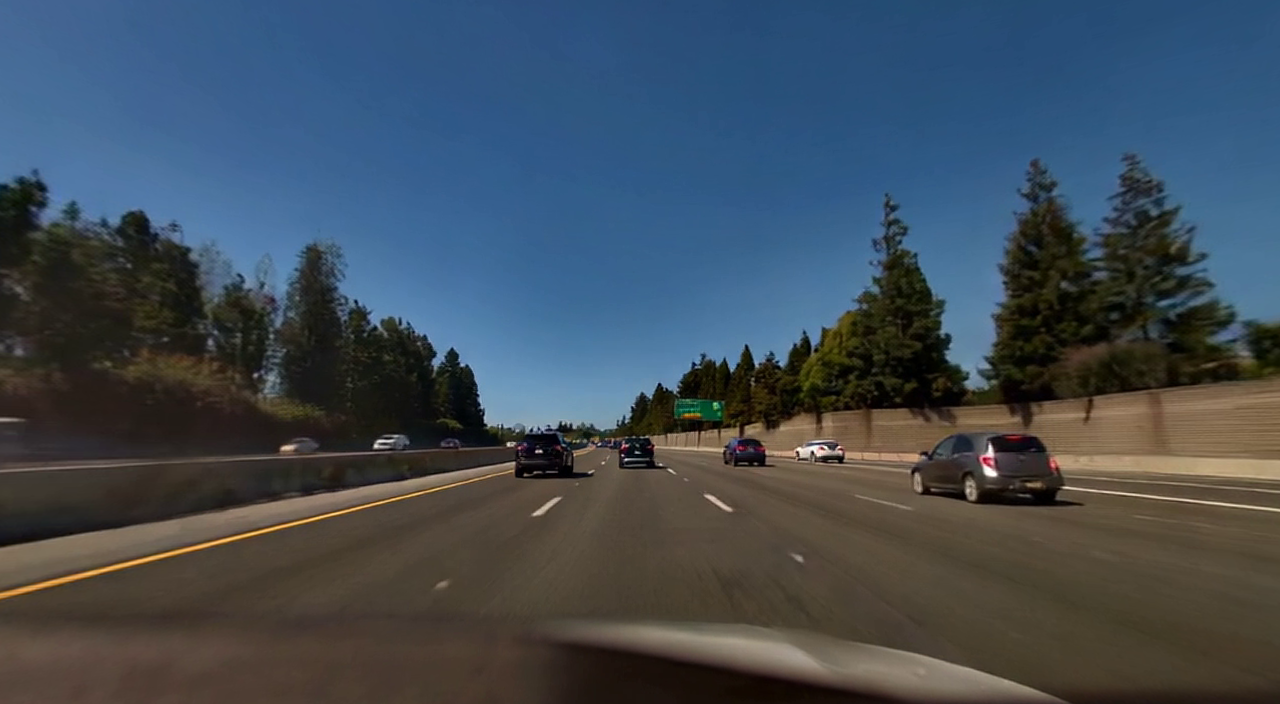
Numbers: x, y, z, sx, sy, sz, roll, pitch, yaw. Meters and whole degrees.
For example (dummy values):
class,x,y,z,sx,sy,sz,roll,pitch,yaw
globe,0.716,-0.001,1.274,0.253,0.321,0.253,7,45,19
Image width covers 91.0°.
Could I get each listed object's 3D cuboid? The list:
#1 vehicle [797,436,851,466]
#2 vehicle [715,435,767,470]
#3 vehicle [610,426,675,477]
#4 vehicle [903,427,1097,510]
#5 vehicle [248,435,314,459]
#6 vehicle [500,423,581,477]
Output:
class,x,y,z,sx,sy,sz,roll,pitch,yaw
vehicle,11.491,6.235,39.596,2.010,1.765,4.375,0,-9,-1
vehicle,5.189,5.254,32.913,2.022,1.682,4.226,0,-9,1
vehicle,0.091,3.671,23.344,2.181,1.728,3.970,0,-9,0
vehicle,7.724,2.527,14.074,1.989,1.569,3.964,0,-9,0
vehicle,-25.531,6.812,44.937,1.943,1.603,4.592,0,-9,1
vehicle,-3.558,3.644,23.534,2.199,1.777,4.790,0,-9,1
